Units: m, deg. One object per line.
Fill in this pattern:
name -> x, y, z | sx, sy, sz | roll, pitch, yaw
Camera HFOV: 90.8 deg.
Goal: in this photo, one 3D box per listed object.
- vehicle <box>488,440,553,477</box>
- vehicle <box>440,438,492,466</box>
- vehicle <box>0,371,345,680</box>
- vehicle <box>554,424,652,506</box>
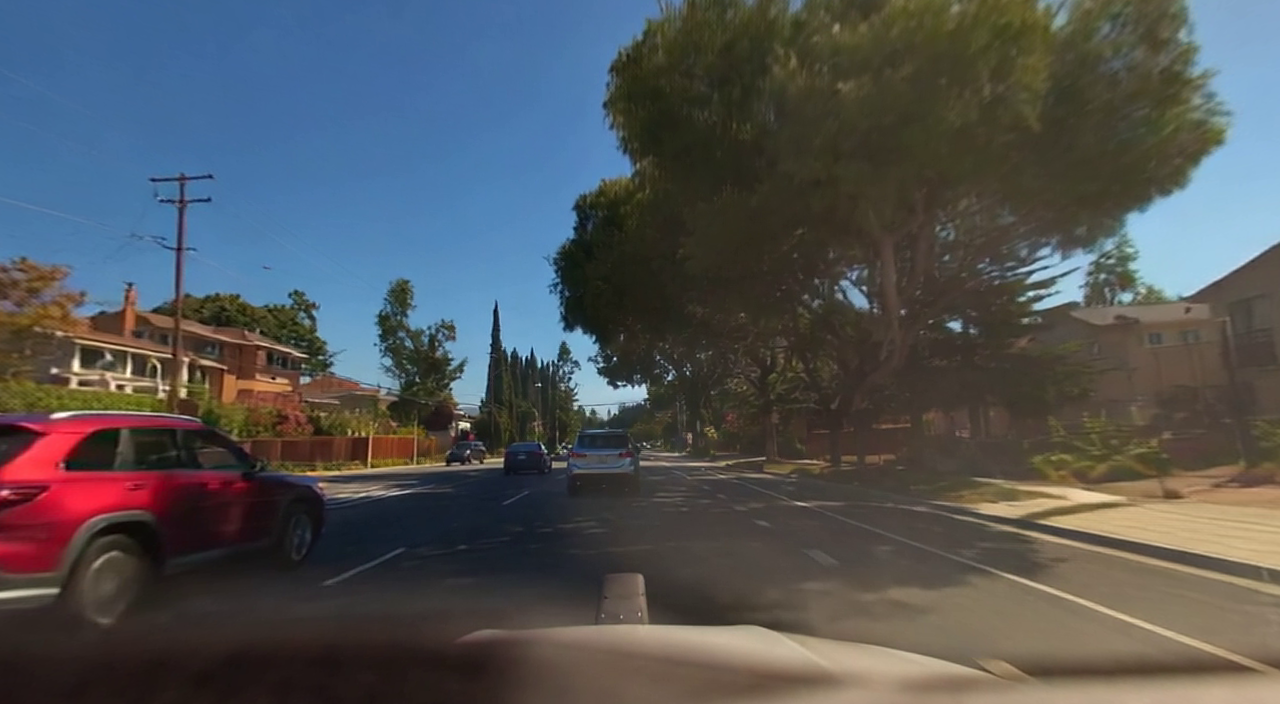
vehicle -> -5.268, 4.751, 28.465 | 2.014, 1.493, 4.658 | 0, -8, 0
vehicle -> -11.647, 6.730, 42.612 | 2.131, 1.798, 4.902 | 0, -8, 0
vehicle -> -4.721, 1.230, 5.259 | 2.243, 1.722, 4.621 | 0, -8, 1
vehicle -> -0.835, 2.786, 15.982 | 2.131, 1.761, 4.242 | 0, -8, -1
